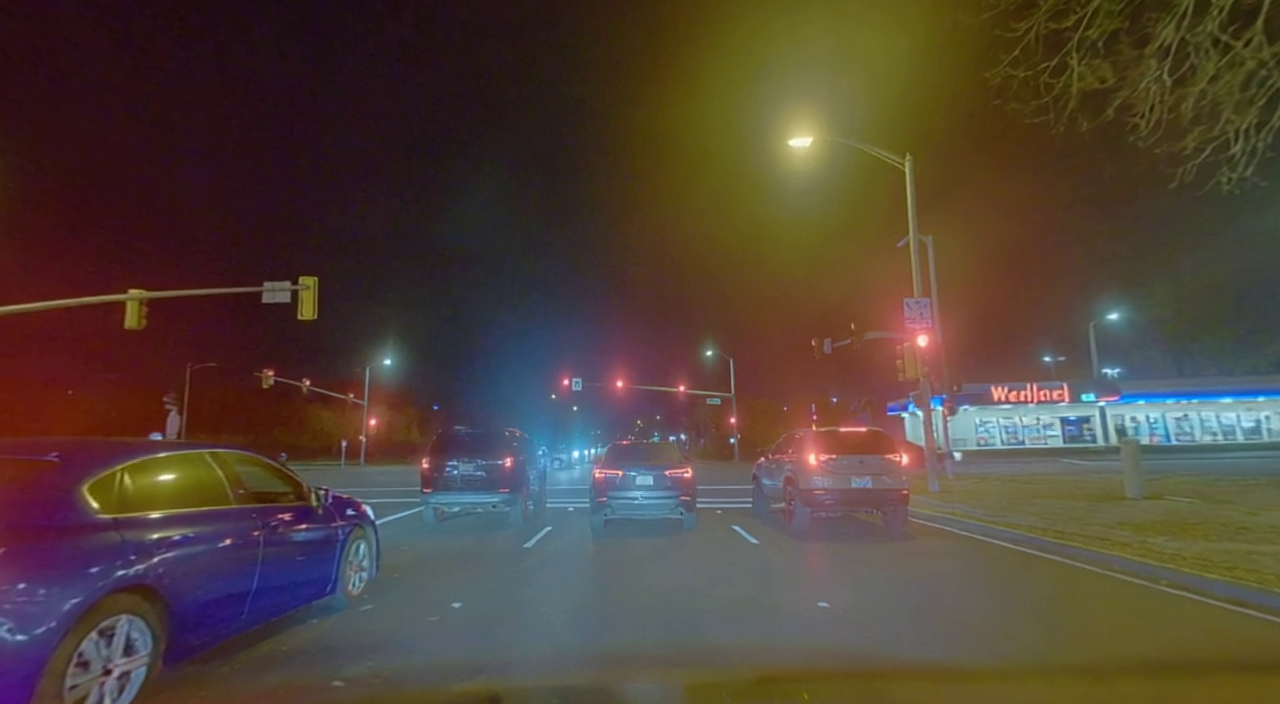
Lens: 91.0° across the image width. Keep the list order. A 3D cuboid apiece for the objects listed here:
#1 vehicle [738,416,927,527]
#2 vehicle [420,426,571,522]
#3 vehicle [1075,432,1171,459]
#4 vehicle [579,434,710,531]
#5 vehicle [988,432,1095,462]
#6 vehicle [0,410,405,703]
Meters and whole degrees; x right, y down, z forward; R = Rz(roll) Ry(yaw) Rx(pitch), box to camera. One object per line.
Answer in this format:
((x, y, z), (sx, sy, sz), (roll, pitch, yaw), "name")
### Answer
((3.305, 2.183, 11.948), (2.076, 1.691, 4.402), (0, -9, -2), "vehicle")
((-2.827, 2.509, 13.407), (2.072, 1.694, 4.070), (-1, -9, 2), "vehicle")
((30.547, 5.927, 39.914), (4.432, 1.680, 1.932), (0, -9, 2), "vehicle")
((0.113, 2.353, 11.875), (2.032, 1.499, 3.994), (0, -9, 1), "vehicle")
((23.339, 5.535, 36.725), (4.781, 1.700, 1.986), (0, -9, 1), "vehicle")
((-3.332, 1.206, 3.892), (2.014, 1.472, 4.357), (0, -9, 1), "vehicle")
